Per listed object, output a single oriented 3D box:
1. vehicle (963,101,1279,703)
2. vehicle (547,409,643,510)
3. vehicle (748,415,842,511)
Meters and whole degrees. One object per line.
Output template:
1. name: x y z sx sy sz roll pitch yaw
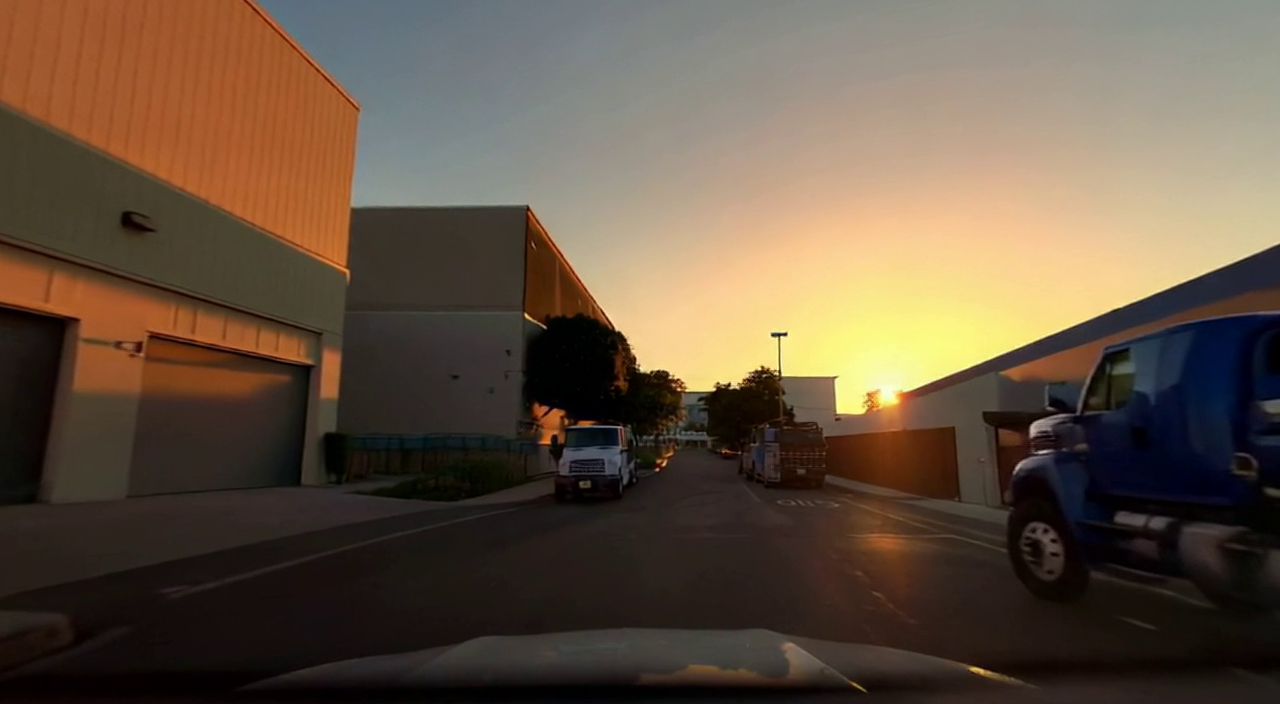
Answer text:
1. vehicle: 6.315 0.332 4.013 2.966 4.658 11.455 -1 -8 3
2. vehicle: -1.899 5.141 30.722 3.111 4.217 7.722 -1 -9 7
3. vehicle: 8.557 6.281 36.623 3.132 4.690 11.286 -1 -8 3
